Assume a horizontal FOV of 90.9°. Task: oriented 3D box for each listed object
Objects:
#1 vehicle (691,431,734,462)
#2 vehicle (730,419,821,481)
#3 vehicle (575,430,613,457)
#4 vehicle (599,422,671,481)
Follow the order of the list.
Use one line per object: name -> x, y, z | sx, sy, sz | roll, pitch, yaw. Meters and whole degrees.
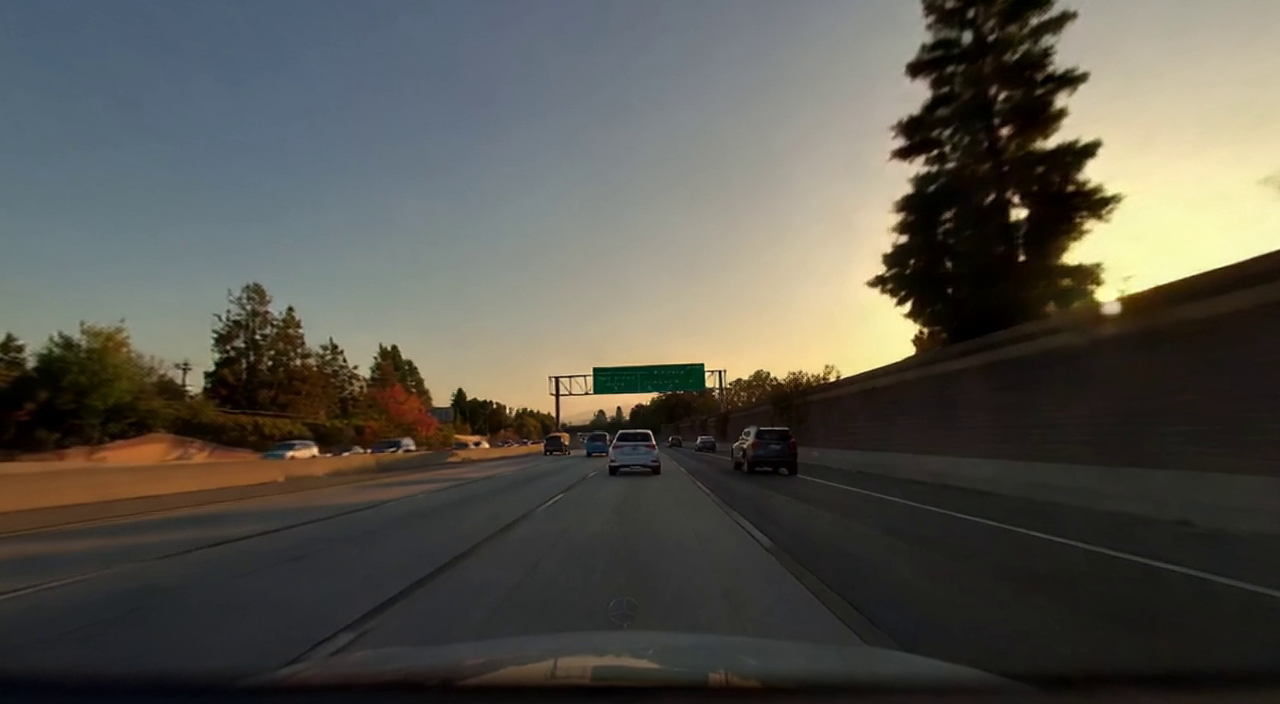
vehicle -> 4.049, 5.364, 35.822 | 2.001, 1.651, 3.916 | 0, -9, 0
vehicle -> 4.381, 3.275, 21.110 | 2.017, 1.847, 4.299 | 0, -9, -1
vehicle -> -3.407, 6.985, 47.897 | 2.274, 1.896, 5.571 | 0, -9, 1
vehicle -> -0.153, 3.423, 21.771 | 2.233, 1.804, 4.273 | 0, -9, 0
